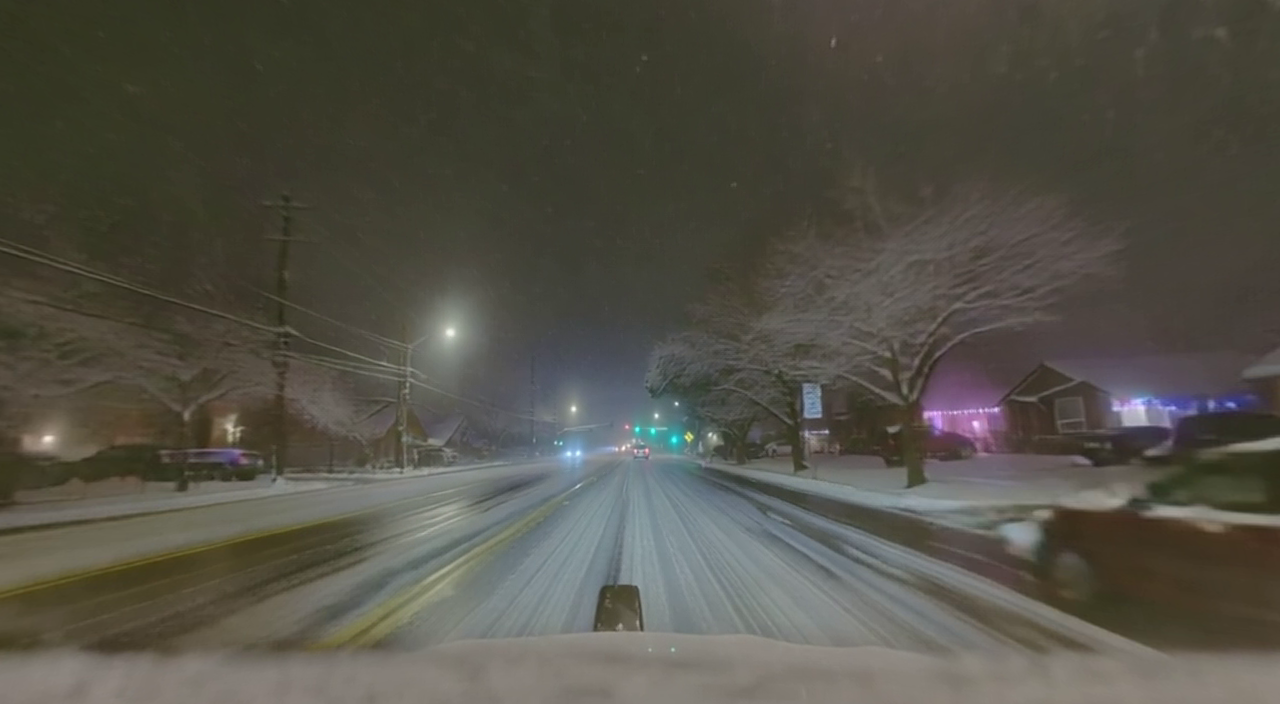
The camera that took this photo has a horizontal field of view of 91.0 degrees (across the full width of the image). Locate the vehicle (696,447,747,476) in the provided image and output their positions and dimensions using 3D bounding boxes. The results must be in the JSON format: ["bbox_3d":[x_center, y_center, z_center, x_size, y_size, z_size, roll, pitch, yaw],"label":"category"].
[{"bbox_3d":[4.518,6.144,35.640,1.968,1.467,5.107,0,-9,-3],"label":"vehicle"}]

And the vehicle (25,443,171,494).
[{"bbox_3d":[-21.648,4.622,25.280,4.052,1.641,1.939,-4,-7,-2],"label":"vehicle"}]

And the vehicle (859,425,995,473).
[{"bbox_3d":[12.527,4.268,27.785,4.857,1.987,2.296,0,-9,0],"label":"vehicle"}]

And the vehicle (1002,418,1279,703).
[{"bbox_3d":[4.560,1.096,3.095,2.154,1.550,5.785,0,-9,0],"label":"vehicle"}]
